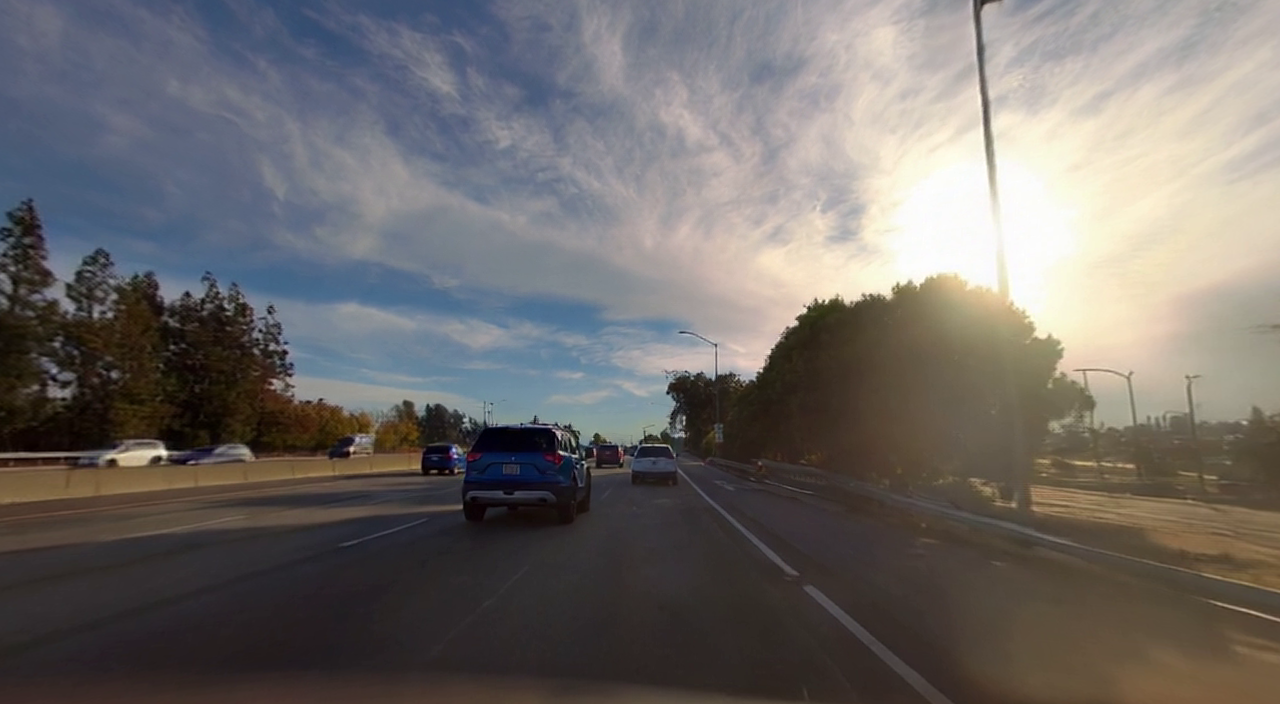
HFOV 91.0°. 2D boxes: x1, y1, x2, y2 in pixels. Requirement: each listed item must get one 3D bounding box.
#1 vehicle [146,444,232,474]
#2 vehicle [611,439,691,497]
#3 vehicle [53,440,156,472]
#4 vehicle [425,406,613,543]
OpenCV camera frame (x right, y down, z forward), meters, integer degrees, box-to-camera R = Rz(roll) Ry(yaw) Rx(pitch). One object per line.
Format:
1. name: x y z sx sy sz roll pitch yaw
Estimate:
1. vehicle: -24.172 5.715 33.923 1.631 1.470 3.783 -1 -8 3
2. vehicle: 0.349 3.337 18.450 2.068 1.488 4.045 0 -9 2
3. vehicle: -28.684 5.600 33.938 1.804 1.610 4.057 0 -9 3
4. vehicle: -1.691 1.936 10.460 2.123 1.798 4.108 0 -9 3
